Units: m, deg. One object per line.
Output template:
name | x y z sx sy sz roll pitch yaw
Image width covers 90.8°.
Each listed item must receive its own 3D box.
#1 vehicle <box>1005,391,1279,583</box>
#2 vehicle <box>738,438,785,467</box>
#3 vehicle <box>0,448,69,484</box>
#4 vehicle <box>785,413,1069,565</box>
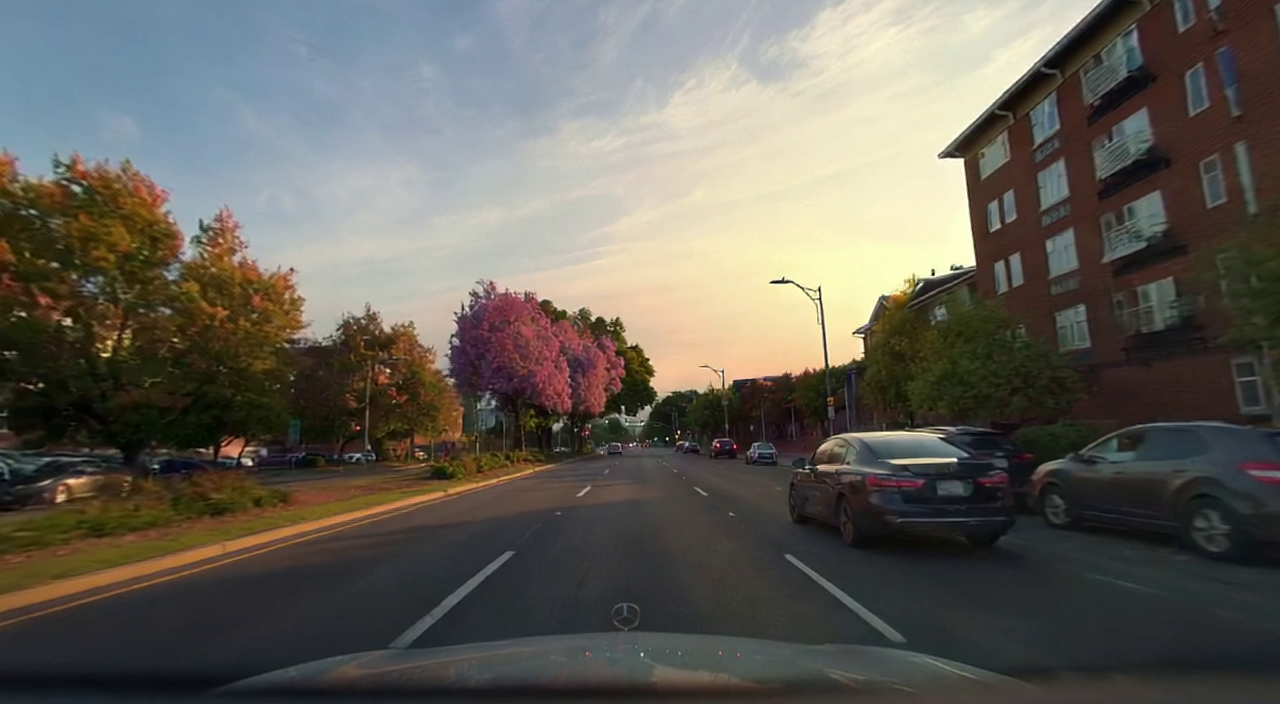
vehicle | 7.221 1.601 8.147 2.118 1.817 4.858 0 -8 1
vehicle | 7.263 6.038 38.199 1.940 1.647 4.309 0 -8 -1
vehicle | -34.436 6.128 34.074 5.150 1.807 2.283 -1 -8 5
vehicle | 3.528 1.770 8.912 1.984 1.580 4.413 0 -8 1
